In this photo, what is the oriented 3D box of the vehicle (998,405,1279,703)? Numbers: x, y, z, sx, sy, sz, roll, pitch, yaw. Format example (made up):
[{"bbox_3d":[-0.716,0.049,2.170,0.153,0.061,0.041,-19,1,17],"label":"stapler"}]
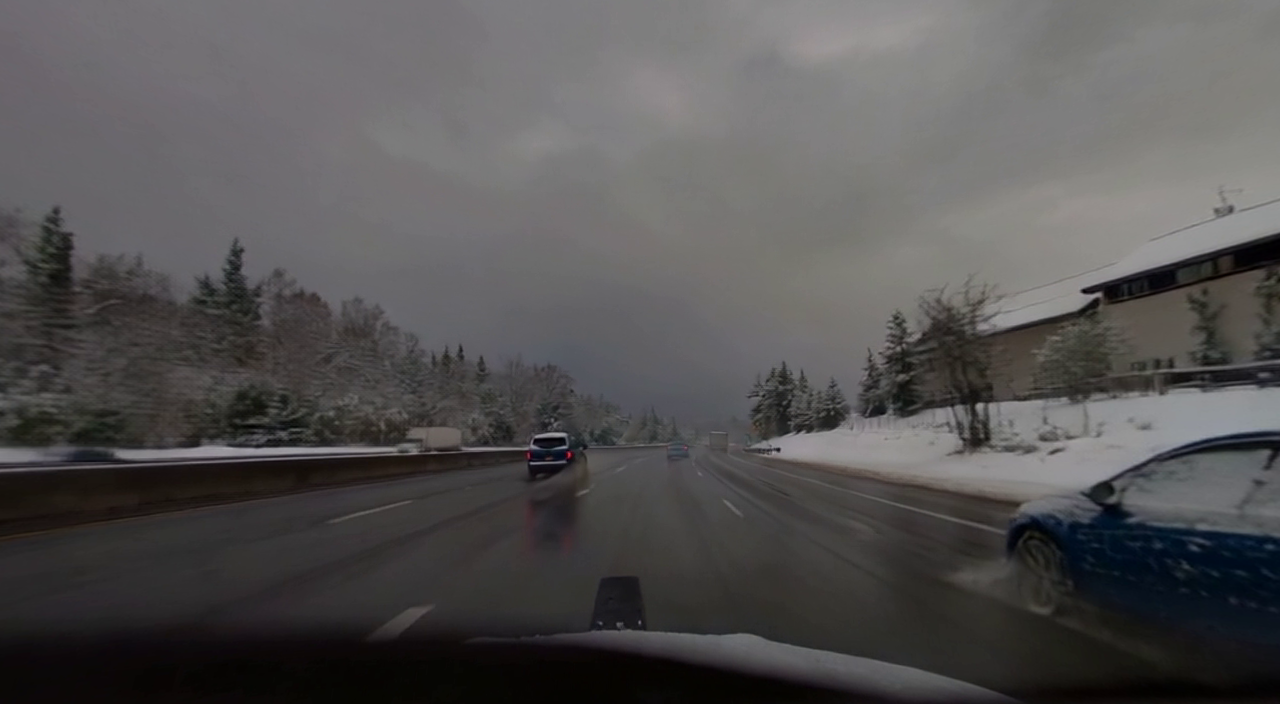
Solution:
[{"bbox_3d":[4.080,0.998,2.980,2.131,1.497,4.456,0,-8,0],"label":"vehicle"}]

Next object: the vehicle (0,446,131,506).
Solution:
[{"bbox_3d":[-16.691,3.345,17.433,1.843,1.446,3.893,-1,-8,2],"label":"vehicle"}]

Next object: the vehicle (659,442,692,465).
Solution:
[{"bbox_3d":[2.510,7.053,44.006,2.158,1.458,3.656,-1,-8,4],"label":"vehicle"}]

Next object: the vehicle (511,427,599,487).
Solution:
[{"bbox_3d":[-2.808,3.616,22.081,2.185,1.823,4.854,-1,-8,3],"label":"vehicle"}]
